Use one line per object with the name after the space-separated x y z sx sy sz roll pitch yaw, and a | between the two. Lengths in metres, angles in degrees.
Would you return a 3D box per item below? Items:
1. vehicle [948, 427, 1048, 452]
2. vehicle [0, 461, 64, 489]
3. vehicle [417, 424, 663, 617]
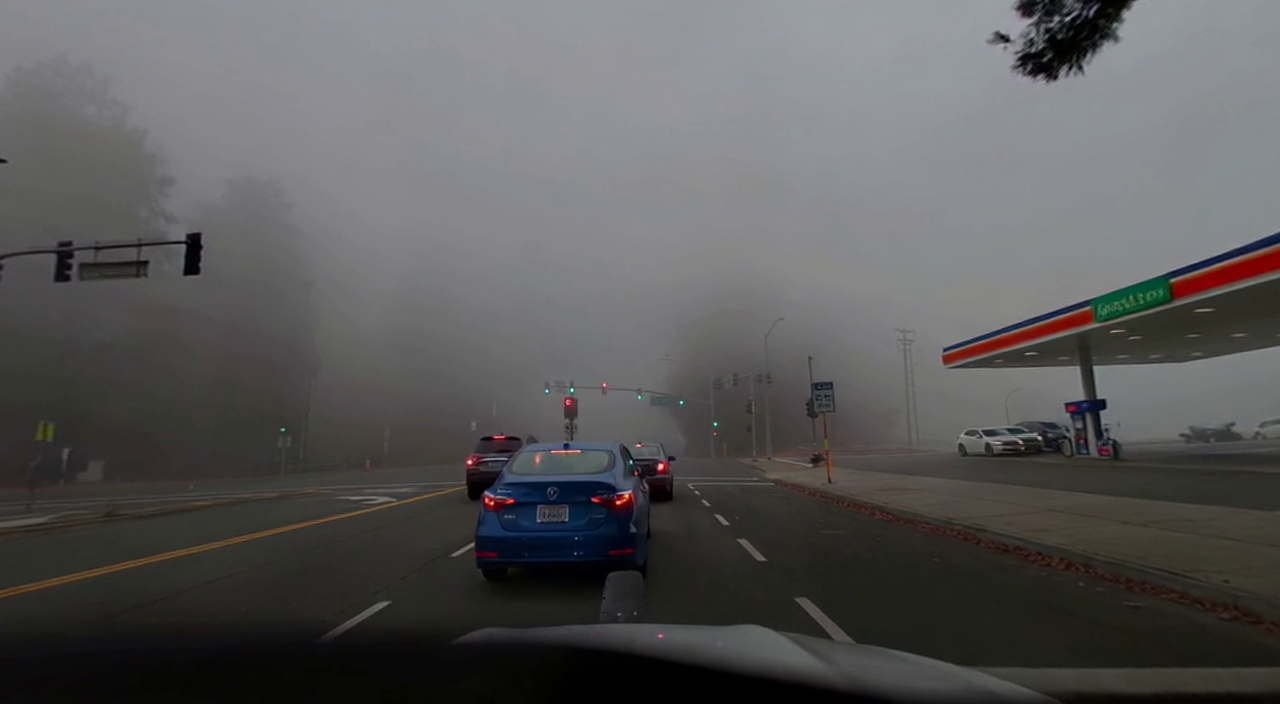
22.063 5.421 39.081 4.874 1.502 2.048 0 -8 1 | vehicle
-35.416 6.860 35.244 1.796 1.440 4.802 -1 -8 3 | vehicle
-0.724 1.674 7.325 1.916 1.510 4.447 0 -8 3 | vehicle
